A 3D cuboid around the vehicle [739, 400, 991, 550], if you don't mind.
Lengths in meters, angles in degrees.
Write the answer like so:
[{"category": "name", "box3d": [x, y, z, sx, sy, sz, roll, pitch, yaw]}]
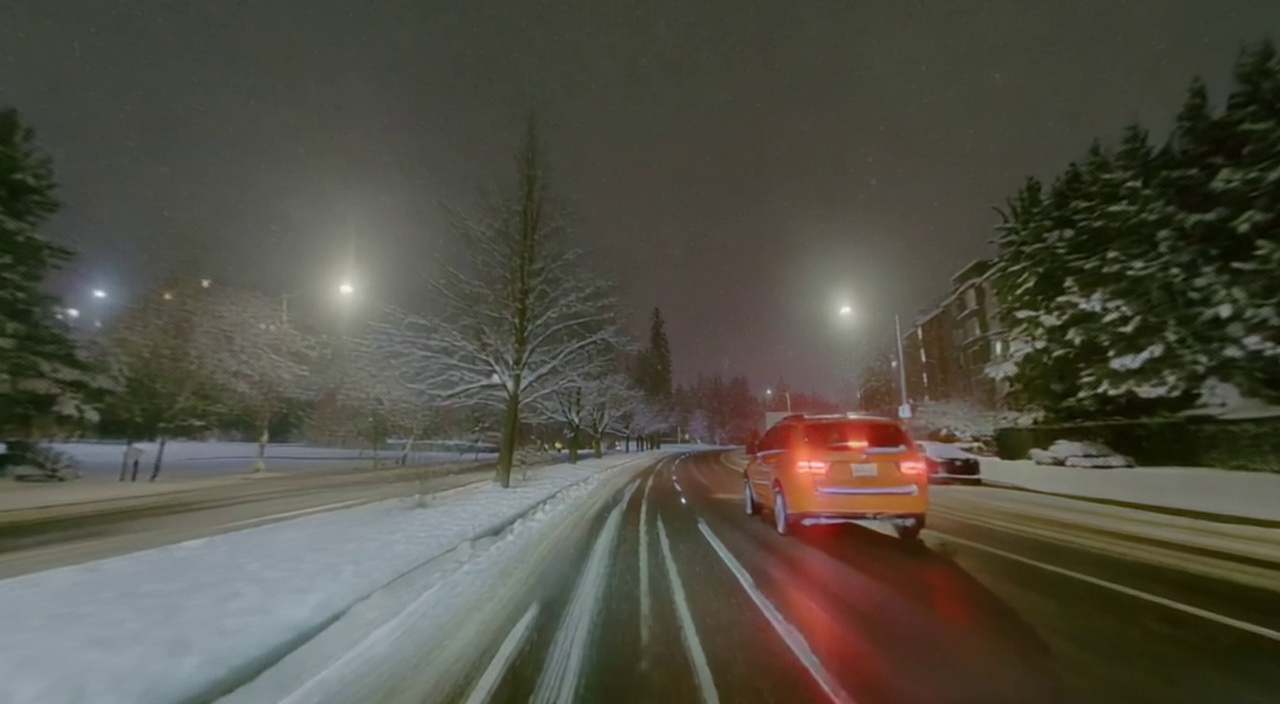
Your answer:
[{"category": "vehicle", "box3d": [3.103, 1.843, 10.042, 2.215, 1.812, 4.569, 0, -9, -1]}]
